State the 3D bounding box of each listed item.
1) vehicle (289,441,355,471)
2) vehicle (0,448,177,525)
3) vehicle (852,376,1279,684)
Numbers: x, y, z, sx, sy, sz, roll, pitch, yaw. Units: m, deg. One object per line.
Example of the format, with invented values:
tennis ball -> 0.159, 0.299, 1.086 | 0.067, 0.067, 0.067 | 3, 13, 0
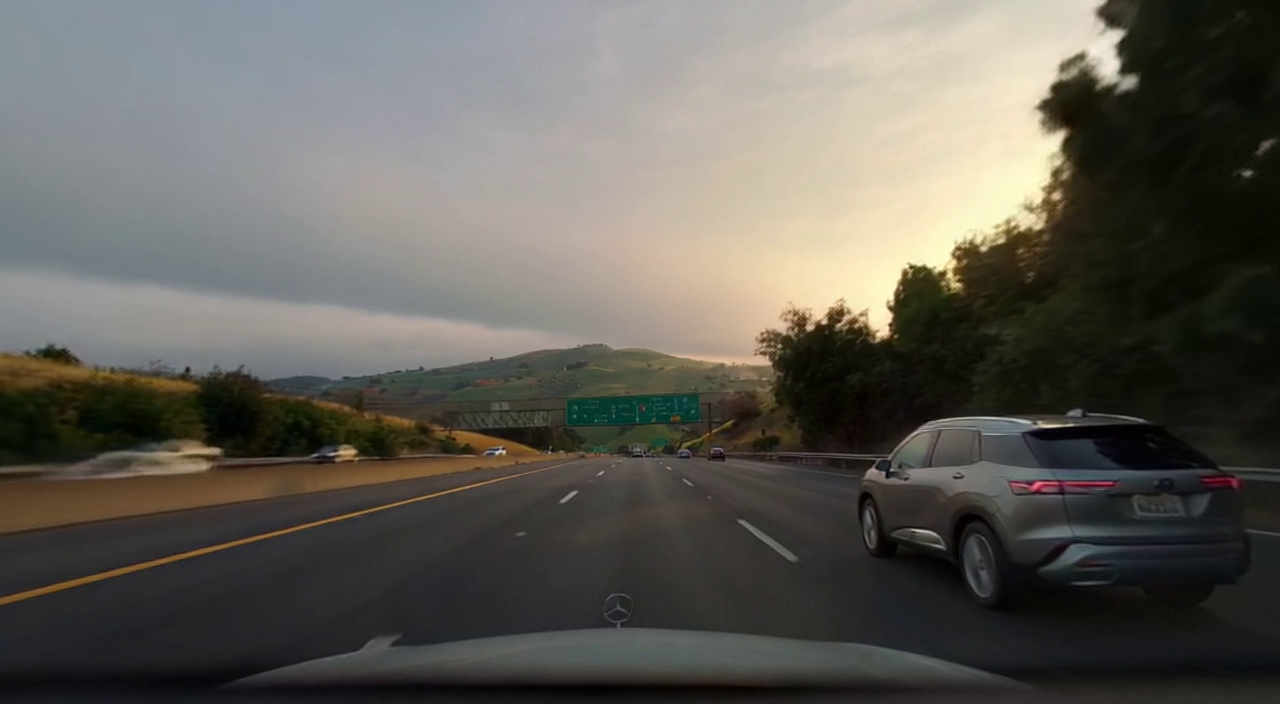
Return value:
vehicle -> -21.959, 7.213, 43.557 | 2.017, 1.959, 4.838 | 0, -9, 0
vehicle -> -10.784, 2.423, 11.753 | 1.557, 1.199, 3.465 | 0, -9, 0
vehicle -> 3.604, 1.318, 5.702 | 1.784, 1.733, 4.141 | 0, -9, -1
